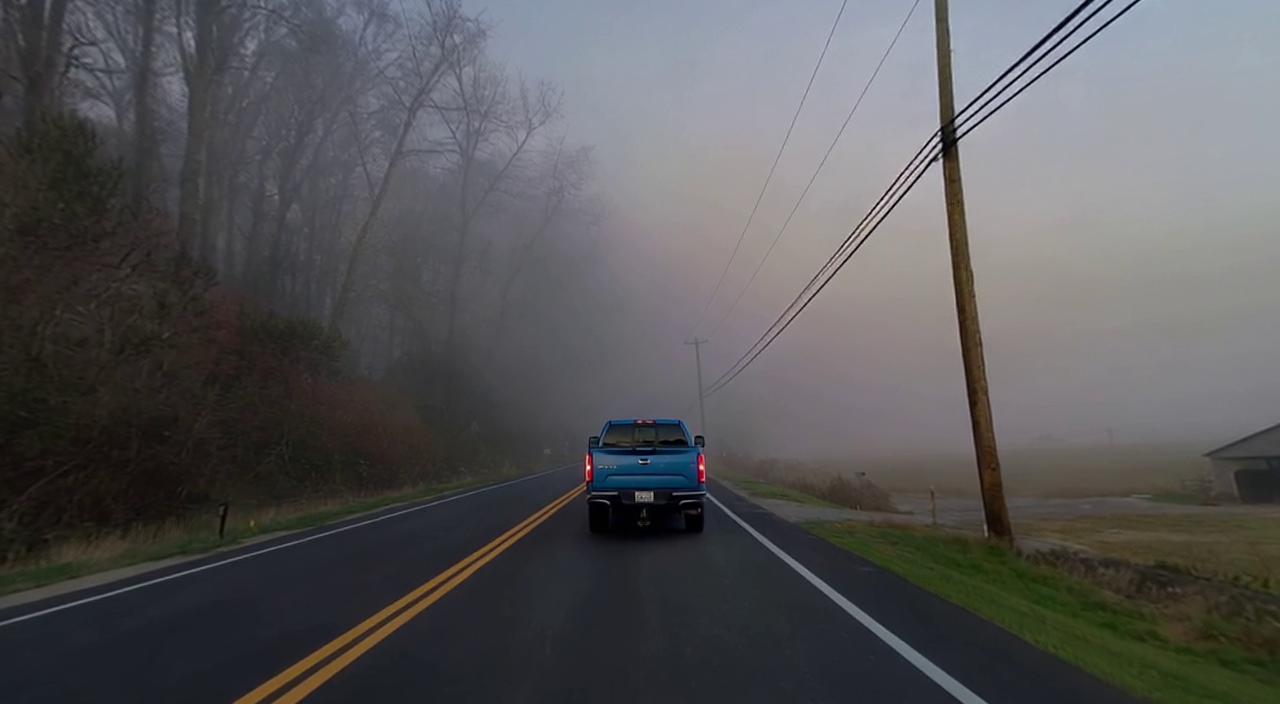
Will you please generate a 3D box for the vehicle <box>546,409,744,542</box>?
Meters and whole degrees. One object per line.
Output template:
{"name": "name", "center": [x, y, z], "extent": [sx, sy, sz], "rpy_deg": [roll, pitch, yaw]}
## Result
{"name": "vehicle", "center": [0.030, 2.173, 11.889], "extent": [2.774, 1.861, 5.885], "rpy_deg": [0, -8, -1]}
